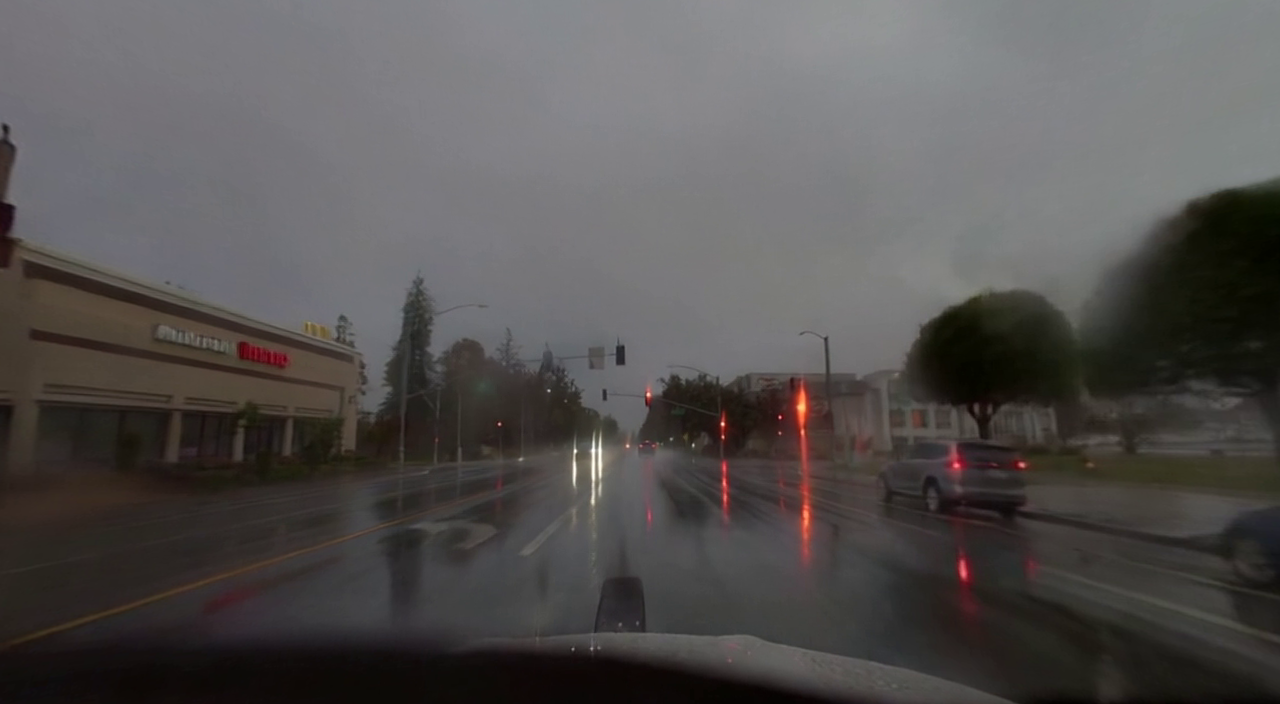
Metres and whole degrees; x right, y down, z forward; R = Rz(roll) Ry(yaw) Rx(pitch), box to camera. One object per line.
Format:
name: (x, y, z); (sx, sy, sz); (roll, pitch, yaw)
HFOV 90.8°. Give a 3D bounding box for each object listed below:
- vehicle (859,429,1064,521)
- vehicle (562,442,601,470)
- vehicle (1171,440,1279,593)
vehicle: (7.232, 2.794, 15.028); (2.132, 1.793, 5.003); (0, -8, -1)
vehicle: (-3.315, 6.004, 36.636); (1.915, 1.553, 3.846); (0, -8, 0)
vehicle: (7.193, 1.423, 4.958); (1.922, 1.473, 4.738); (0, -8, 0)
